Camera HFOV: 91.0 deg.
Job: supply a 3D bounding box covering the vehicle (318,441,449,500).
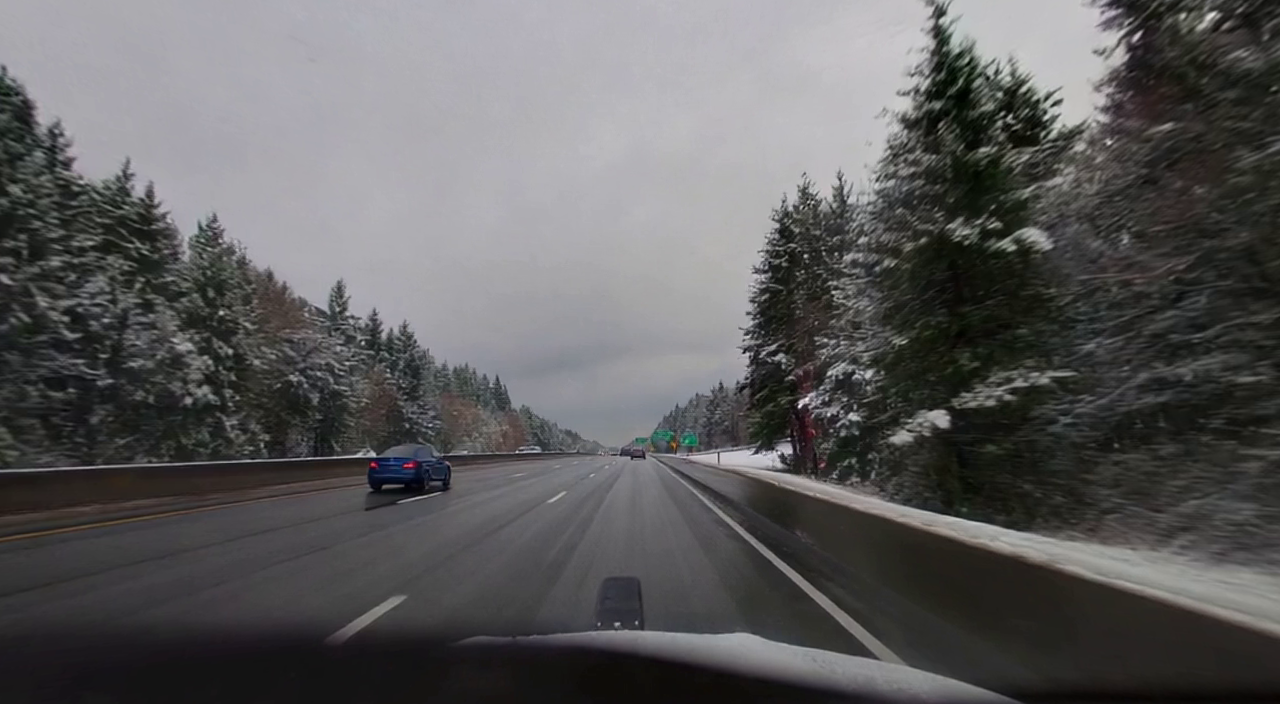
[{"bbox_3d":[-7.687,3.574,19.509,2.094,1.579,4.655,0,-9,0],"label":"vehicle"}]
